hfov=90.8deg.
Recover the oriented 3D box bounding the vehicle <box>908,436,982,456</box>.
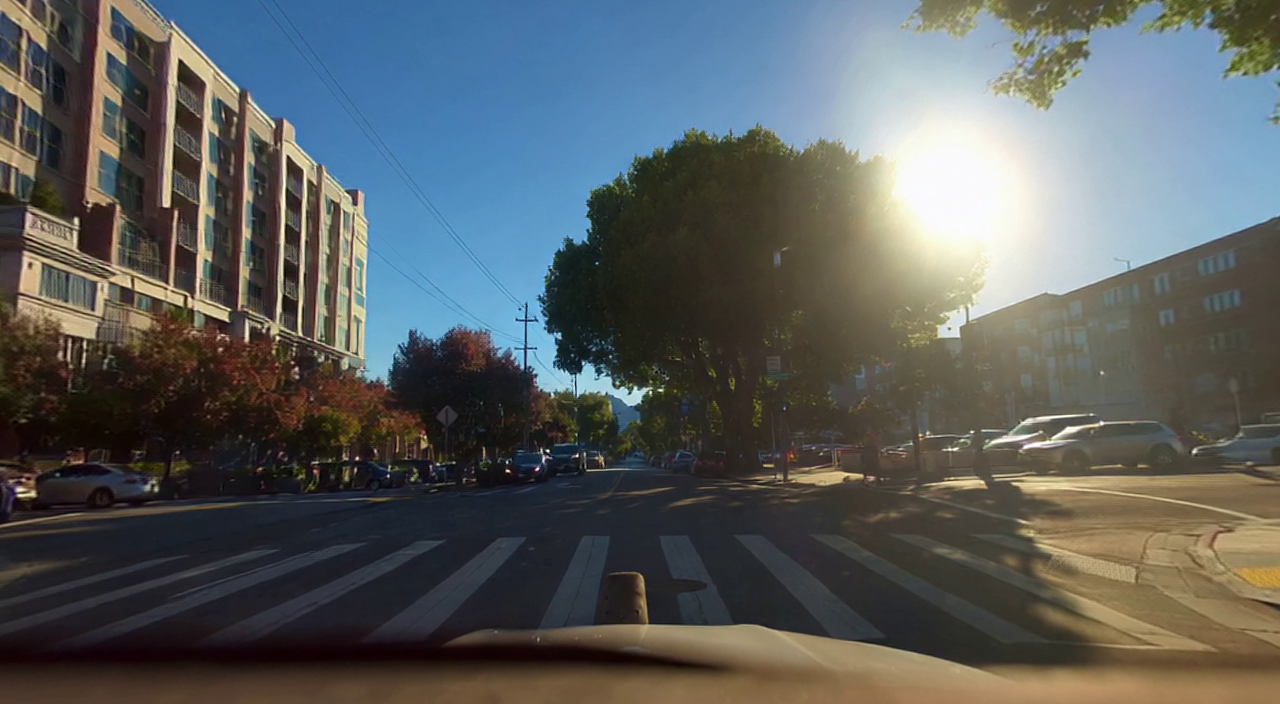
[{"bbox_3d":[23.013,7.087,47.772,4.528,1.475,2.070,0,-8,3],"label":"vehicle"}]

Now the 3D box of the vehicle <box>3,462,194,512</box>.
[{"bbox_3d":[-17.316,4.316,20.372,4.439,1.448,1.793,0,-9,0],"label":"vehicle"}]

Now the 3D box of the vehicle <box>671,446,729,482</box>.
[{"bbox_3d":[3.253,5.874,33.548,1.942,1.603,3.785,1,-7,23],"label":"vehicle"}]

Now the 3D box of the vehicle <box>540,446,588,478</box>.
[{"bbox_3d":[-4.436,6.550,37.700,2.102,1.768,4.290,-1,-9,3],"label":"vehicle"}]

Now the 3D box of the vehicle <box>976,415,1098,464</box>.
[{"bbox_3d":[16.743,3.790,26.997,2.041,1.921,4.574,0,-9,-2],"label":"vehicle"}]

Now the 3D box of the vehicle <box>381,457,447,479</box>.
[{"bbox_3d":[-16.931,8.668,47.376,4.203,1.544,1.889,0,-8,2],"label":"vehicle"}]

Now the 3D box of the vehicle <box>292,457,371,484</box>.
[{"bbox_3d":[-23.156,8.889,47.482,4.844,1.836,2.117,-1,-8,5],"label":"vehicle"}]

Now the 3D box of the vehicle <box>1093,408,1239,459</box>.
[{"bbox_3d":[22.304,3.532,27.144,2.137,1.962,4.988,-1,-8,3],"label":"vehicle"}]

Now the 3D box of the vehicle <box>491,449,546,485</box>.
[{"bbox_3d":[-7.617,7.249,40.251,2.193,1.814,5.061,-9,-8,0],"label":"vehicle"}]
